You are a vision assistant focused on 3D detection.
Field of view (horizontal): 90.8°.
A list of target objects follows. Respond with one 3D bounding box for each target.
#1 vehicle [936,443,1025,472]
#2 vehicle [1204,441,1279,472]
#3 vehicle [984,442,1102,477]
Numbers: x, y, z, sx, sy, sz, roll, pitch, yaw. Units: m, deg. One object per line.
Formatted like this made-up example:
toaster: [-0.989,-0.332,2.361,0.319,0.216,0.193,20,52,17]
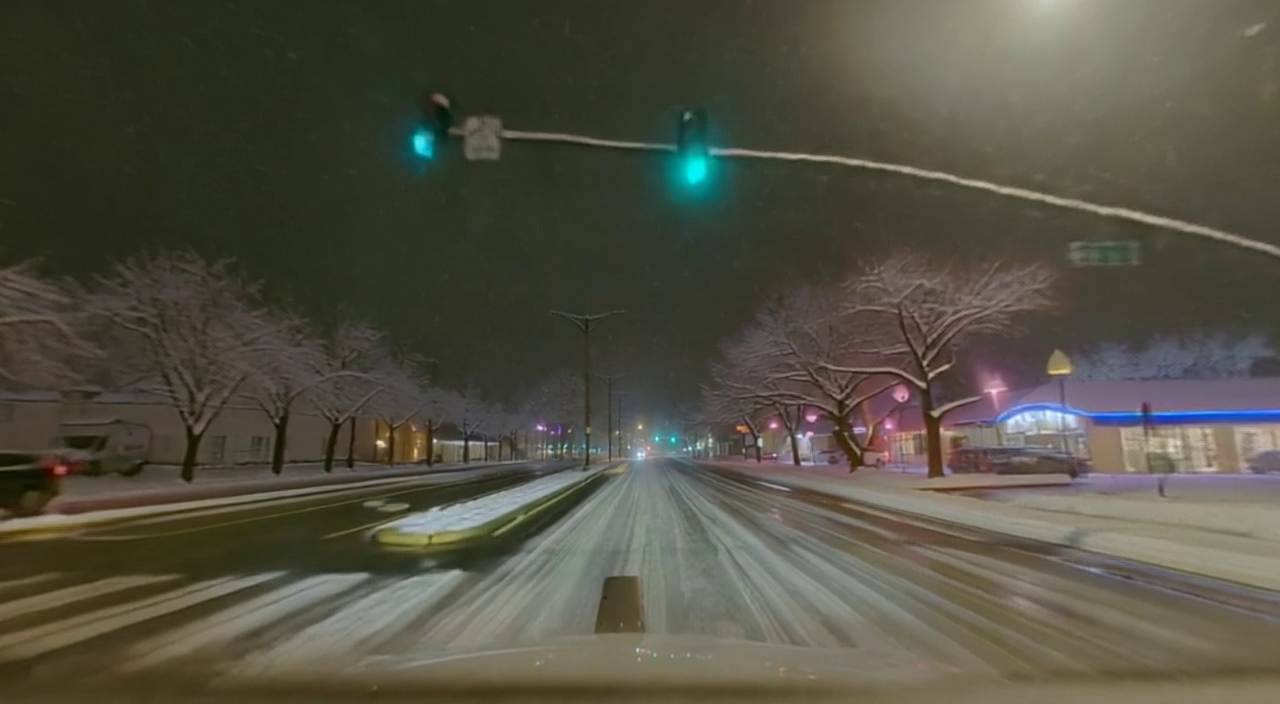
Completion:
vehicle: [21.222,6.594,39.469,4.376,1.575,1.981,-1,-9,-7]
vehicle: [33.519,5.575,33.764,4.757,1.578,2.059,0,-9,-2]
vehicle: [19.871,5.321,31.308,4.468,1.635,2.017,0,-9,-2]
